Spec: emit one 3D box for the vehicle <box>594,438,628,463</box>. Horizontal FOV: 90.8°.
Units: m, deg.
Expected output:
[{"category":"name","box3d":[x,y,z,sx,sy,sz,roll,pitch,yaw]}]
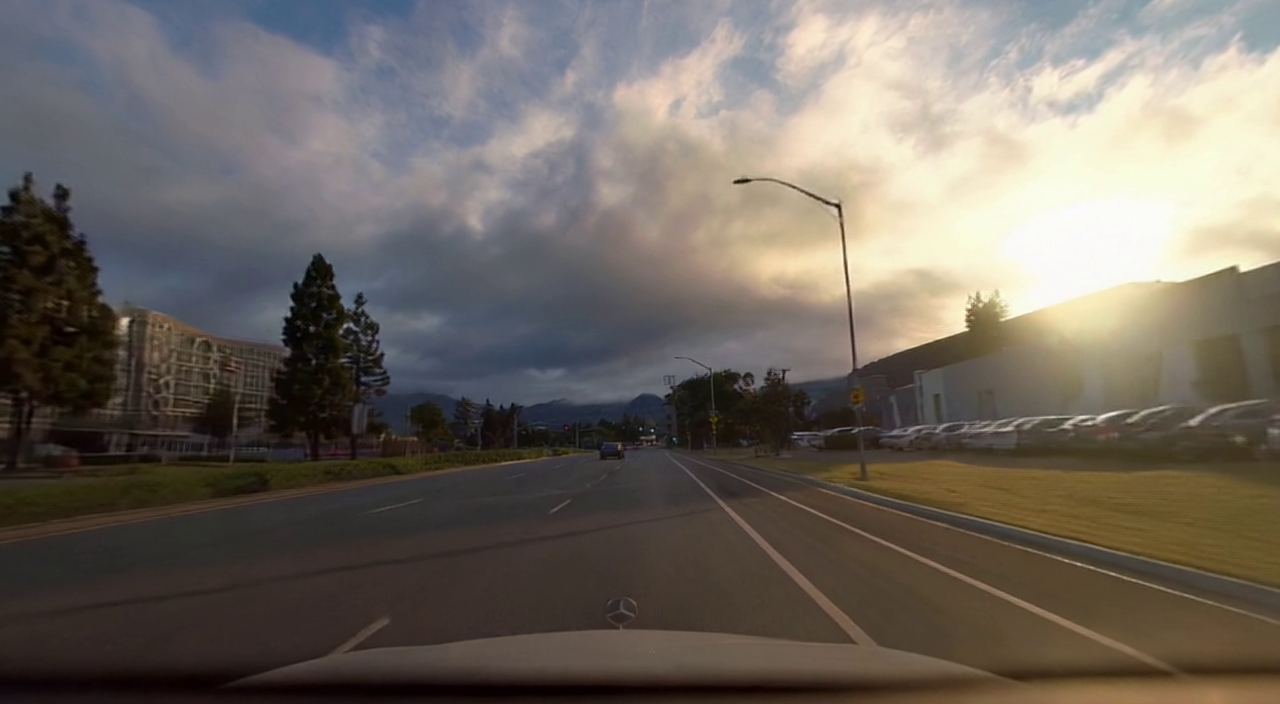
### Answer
[{"category":"vehicle","box3d":[-2.042,7.038,45.216,2.121,1.654,3.993,0,-8,2]}]
